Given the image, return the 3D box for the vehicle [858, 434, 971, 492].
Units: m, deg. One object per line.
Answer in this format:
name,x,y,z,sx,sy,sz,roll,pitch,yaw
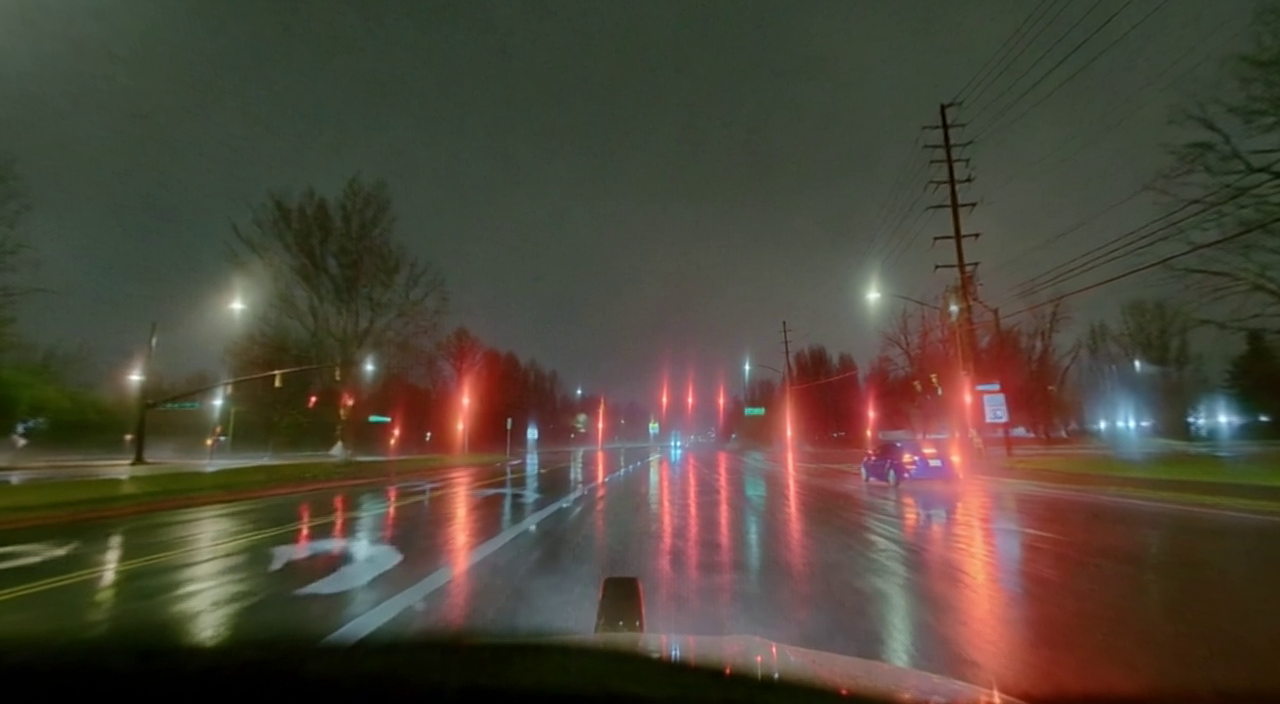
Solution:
vehicle,8.036,3.274,18.893,1.797,1.544,3.685,0,-9,2
